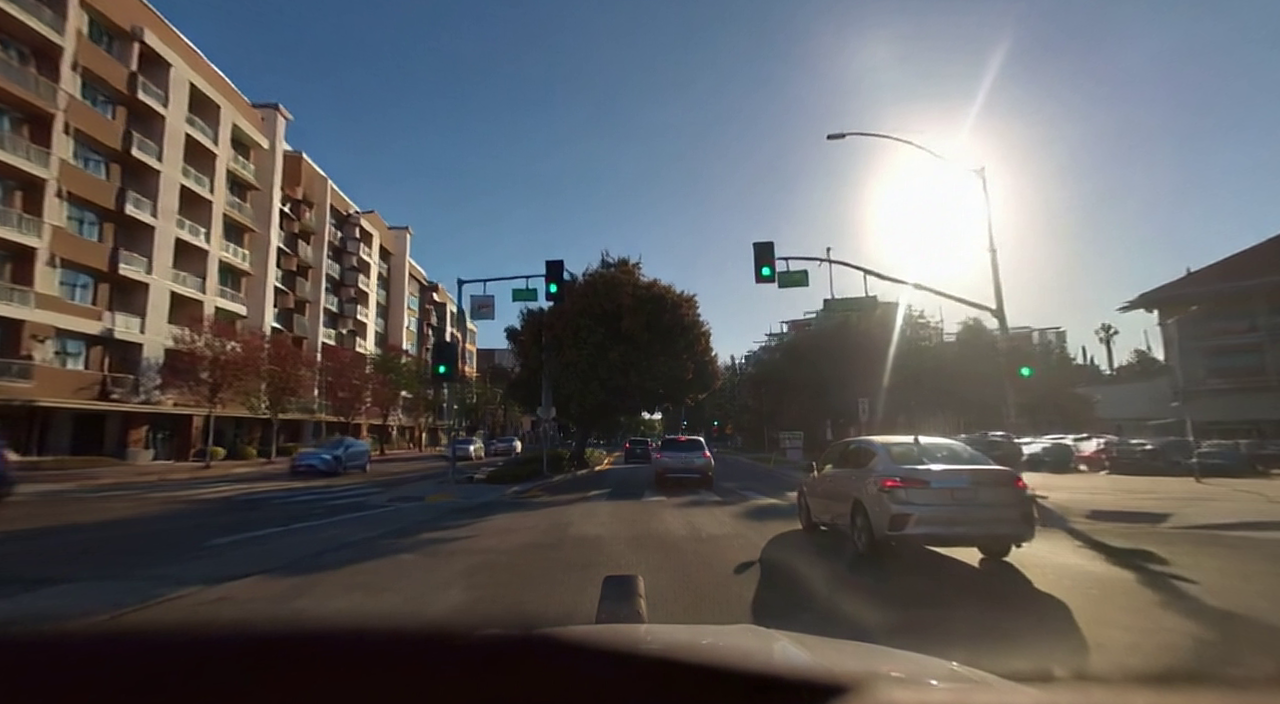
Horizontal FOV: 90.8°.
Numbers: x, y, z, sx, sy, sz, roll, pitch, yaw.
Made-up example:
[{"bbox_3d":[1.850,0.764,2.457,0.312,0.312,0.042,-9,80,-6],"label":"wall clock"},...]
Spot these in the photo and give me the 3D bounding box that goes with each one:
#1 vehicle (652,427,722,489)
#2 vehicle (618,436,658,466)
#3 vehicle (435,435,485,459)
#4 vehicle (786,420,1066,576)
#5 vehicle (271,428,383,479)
[{"bbox_3d":[1.728,3.754,22.777,2.206,1.858,5.332,1,-8,5],"label":"vehicle"},{"bbox_3d":[-0.131,5.447,34.877,2.059,1.492,3.925,0,-8,-1],"label":"vehicle"},{"bbox_3d":[-12.216,6.483,43.175,1.969,1.566,4.549,0,-8,1],"label":"vehicle"},{"bbox_3d":[3.497,1.841,8.768,1.906,1.608,4.137,0,-8,0],"label":"vehicle"},{"bbox_3d":[-12.530,4.111,25.765,2.076,1.836,4.847,0,-8,0],"label":"vehicle"}]
